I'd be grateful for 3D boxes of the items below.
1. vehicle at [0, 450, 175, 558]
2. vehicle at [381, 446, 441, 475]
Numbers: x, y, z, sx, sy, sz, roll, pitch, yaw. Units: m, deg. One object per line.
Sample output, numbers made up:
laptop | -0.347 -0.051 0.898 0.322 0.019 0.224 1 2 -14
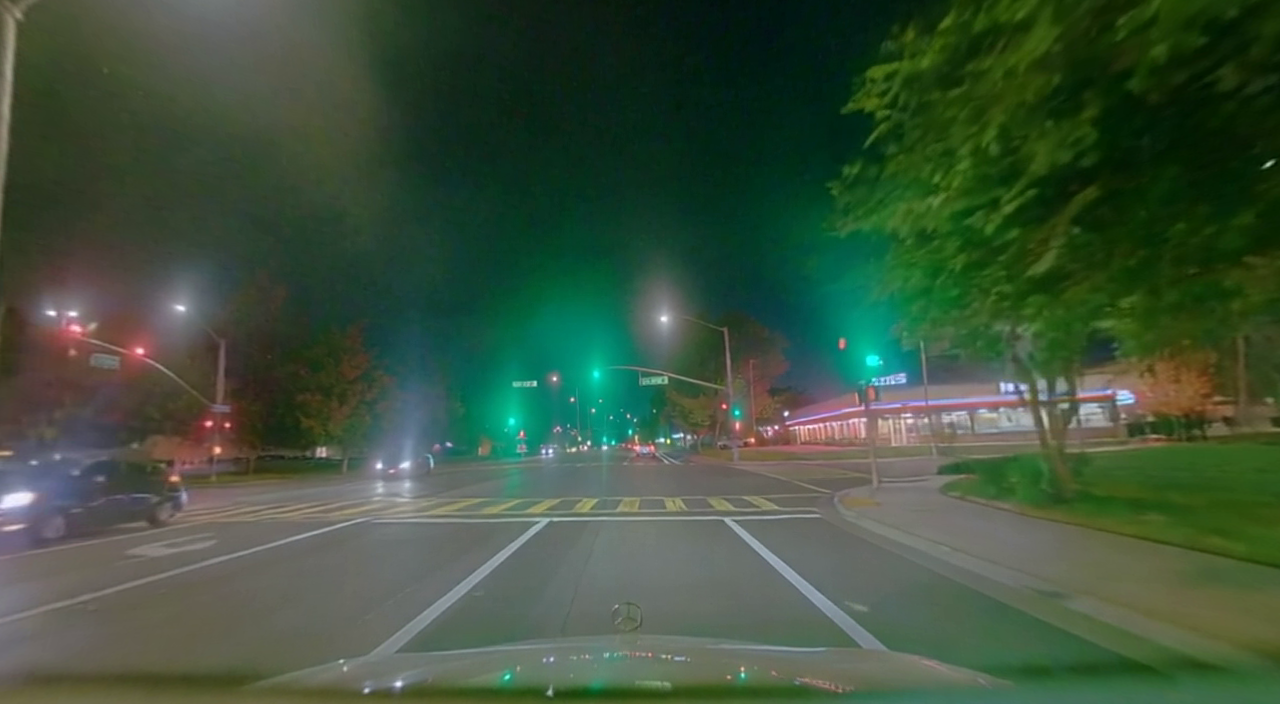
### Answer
vehicle | -10.444 2.421 10.435 2.121 1.543 4.349 0 -8 1
vehicle | -15.385 7.287 42.797 2.071 1.800 4.954 -1 -8 2
